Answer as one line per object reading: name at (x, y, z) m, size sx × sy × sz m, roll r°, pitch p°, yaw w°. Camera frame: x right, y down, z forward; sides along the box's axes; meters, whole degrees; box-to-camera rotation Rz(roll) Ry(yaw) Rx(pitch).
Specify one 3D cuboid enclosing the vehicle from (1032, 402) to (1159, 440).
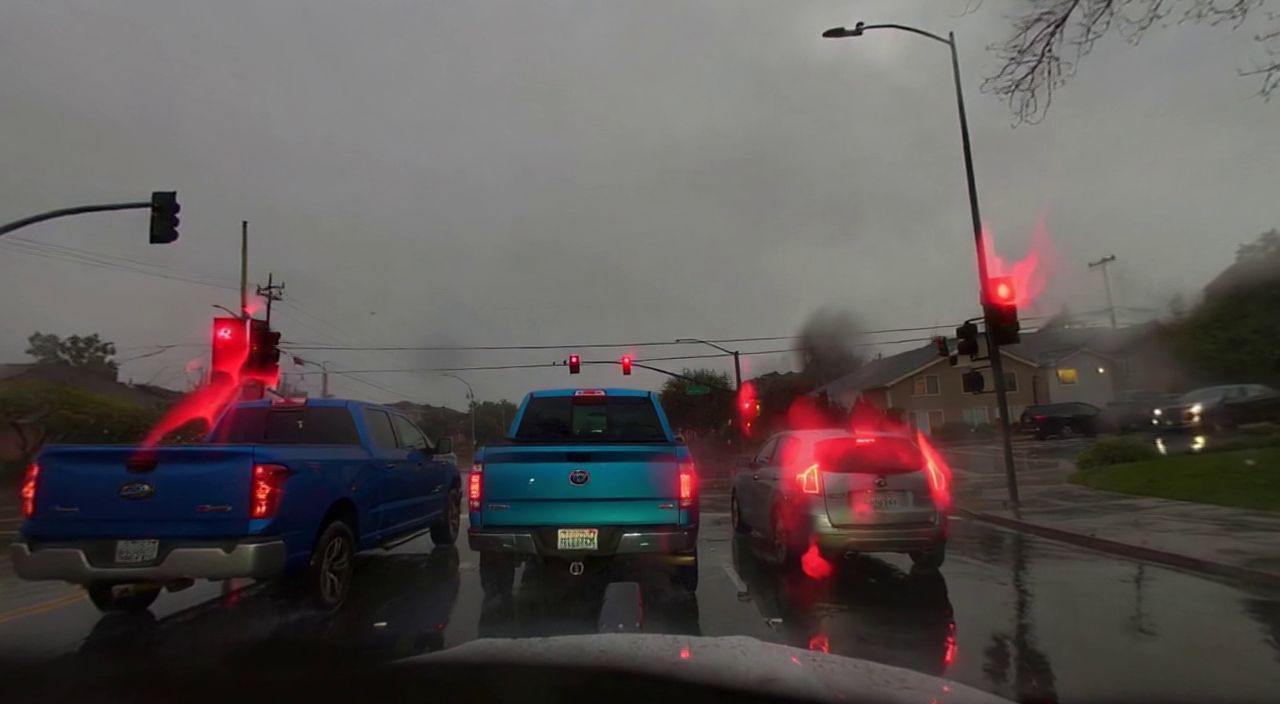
vehicle at (23.279, 3.591, 32.476) m, size 4.721 × 1.866 × 2.188 m, roll 0°, pitch -9°, yaw 2°

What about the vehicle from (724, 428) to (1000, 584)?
vehicle at (2.432, 1.816, 8.314) m, size 2.016 × 1.481 × 4.336 m, roll 0°, pitch -9°, yaw 0°

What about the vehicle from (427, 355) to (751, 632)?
vehicle at (-0.396, 1.324, 6.783) m, size 2.282 × 1.964 × 4.421 m, roll 0°, pitch -9°, yaw -1°

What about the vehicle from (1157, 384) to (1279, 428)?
vehicle at (27.979, 2.575, 29.660) m, size 5.302 × 1.894 × 2.200 m, roll 0°, pitch -9°, yaw 1°

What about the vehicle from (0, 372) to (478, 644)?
vehicle at (-3.462, 1.433, 6.932) m, size 2.146 × 1.828 × 5.148 m, roll 0°, pitch -9°, yaw -2°
